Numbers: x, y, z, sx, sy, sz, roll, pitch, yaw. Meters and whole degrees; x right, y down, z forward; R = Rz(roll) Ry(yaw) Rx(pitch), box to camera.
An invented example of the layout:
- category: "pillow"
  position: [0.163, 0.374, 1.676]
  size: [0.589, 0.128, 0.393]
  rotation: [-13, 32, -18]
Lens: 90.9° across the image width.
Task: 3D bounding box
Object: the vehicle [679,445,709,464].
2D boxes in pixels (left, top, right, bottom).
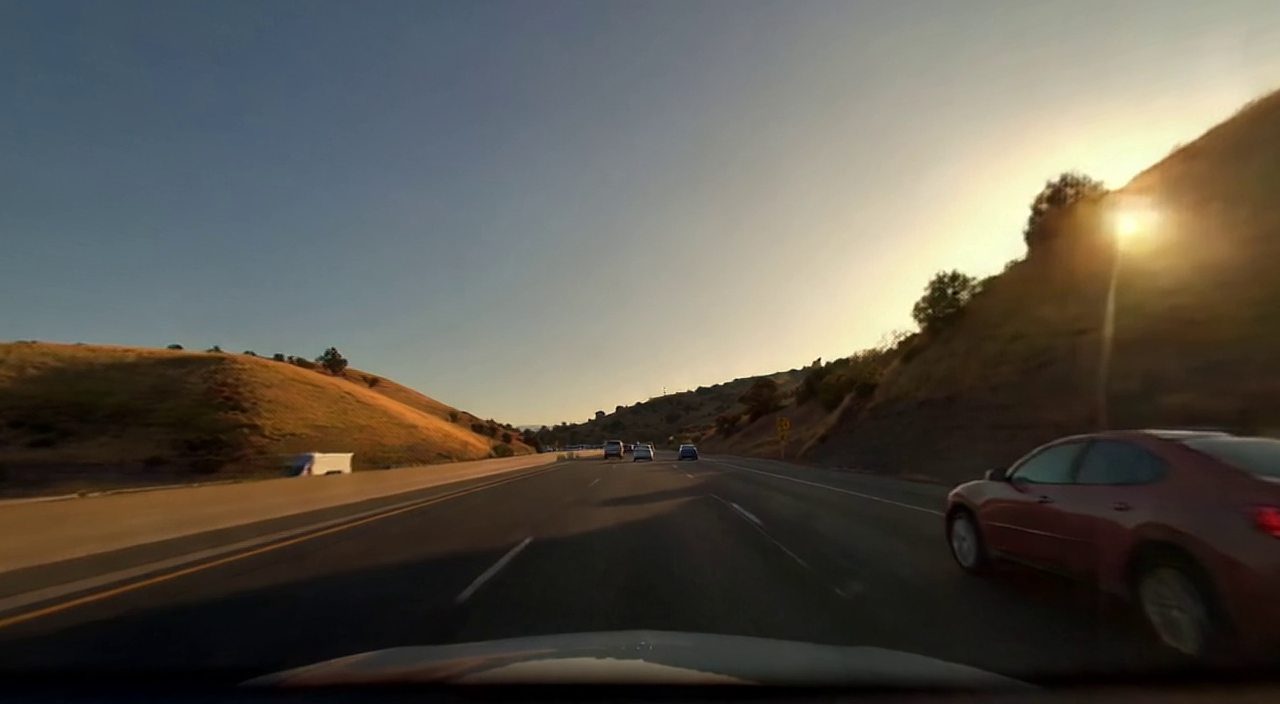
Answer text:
- category: "vehicle"
  position: [4.083, 7.873, 48.450]
  size: [1.976, 1.352, 3.602]
  rotation: [0, -8, -1]

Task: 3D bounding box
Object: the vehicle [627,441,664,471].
- category: "vehicle"
  position: [0.325, 5.888, 36.086]
  size: [1.986, 1.576, 4.312]
  rotation: [0, -8, 0]

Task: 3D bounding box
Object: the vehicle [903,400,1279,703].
- category: "vehicle"
  position: [3.788, 1.196, 4.329]
  size: [2.020, 1.500, 4.416]
  rotation: [0, -8, 0]

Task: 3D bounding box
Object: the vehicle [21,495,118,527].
- category: "vehicle"
  position: [-38.890, 10.816, 43.201]
  size: [1.930, 1.634, 5.099]
  rotation: [0, -8, 0]
